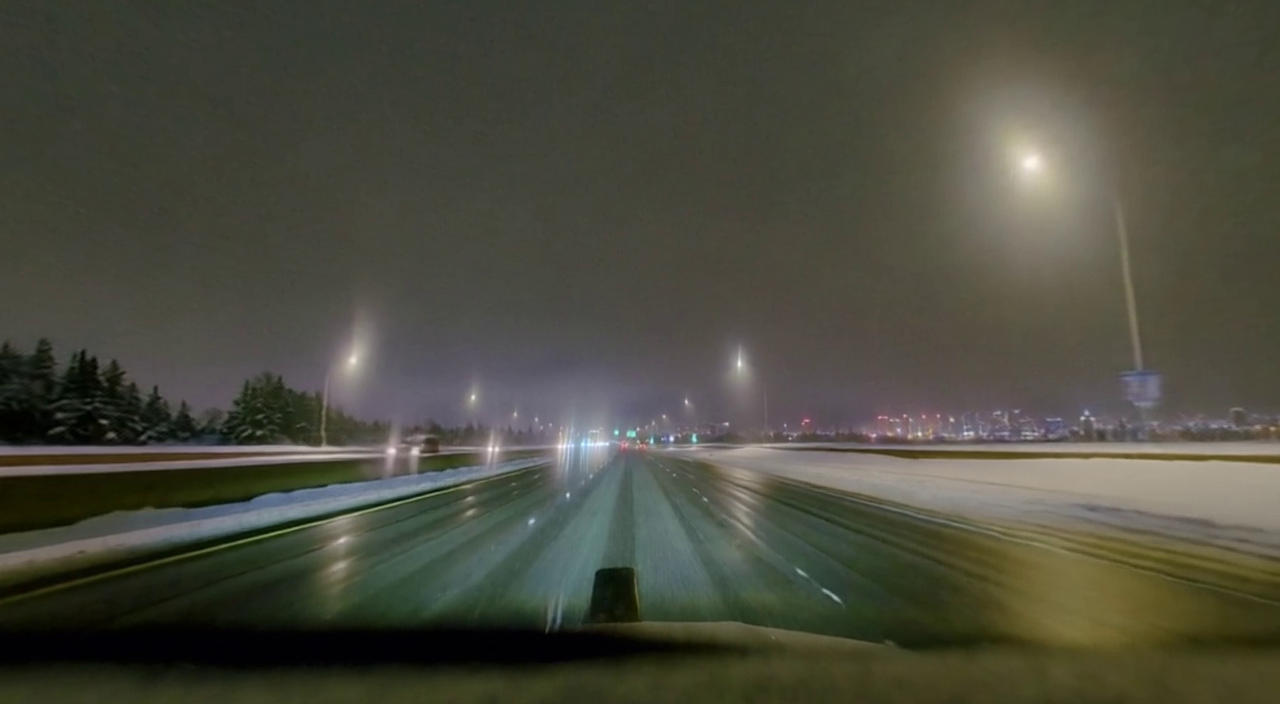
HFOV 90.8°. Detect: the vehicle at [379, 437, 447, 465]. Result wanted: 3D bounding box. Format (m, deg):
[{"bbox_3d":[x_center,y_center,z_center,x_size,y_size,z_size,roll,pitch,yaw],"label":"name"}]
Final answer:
[{"bbox_3d":[-15.739,6.903,44.276,2.475,1.824,6.214,0,-9,0],"label":"vehicle"}]
